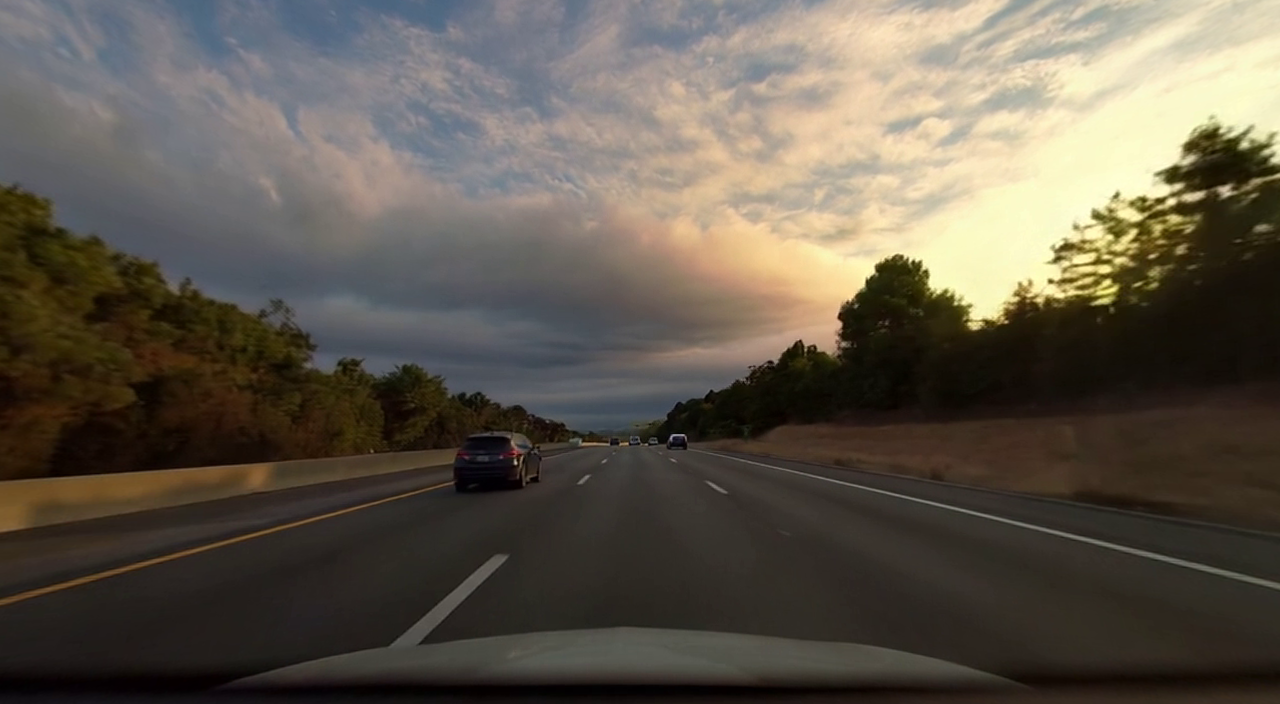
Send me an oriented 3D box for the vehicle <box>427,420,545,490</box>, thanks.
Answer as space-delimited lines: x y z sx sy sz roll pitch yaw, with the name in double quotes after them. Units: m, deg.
-4.081 2.805 17.612 2.185 1.677 4.390 0 -8 0 "vehicle"
